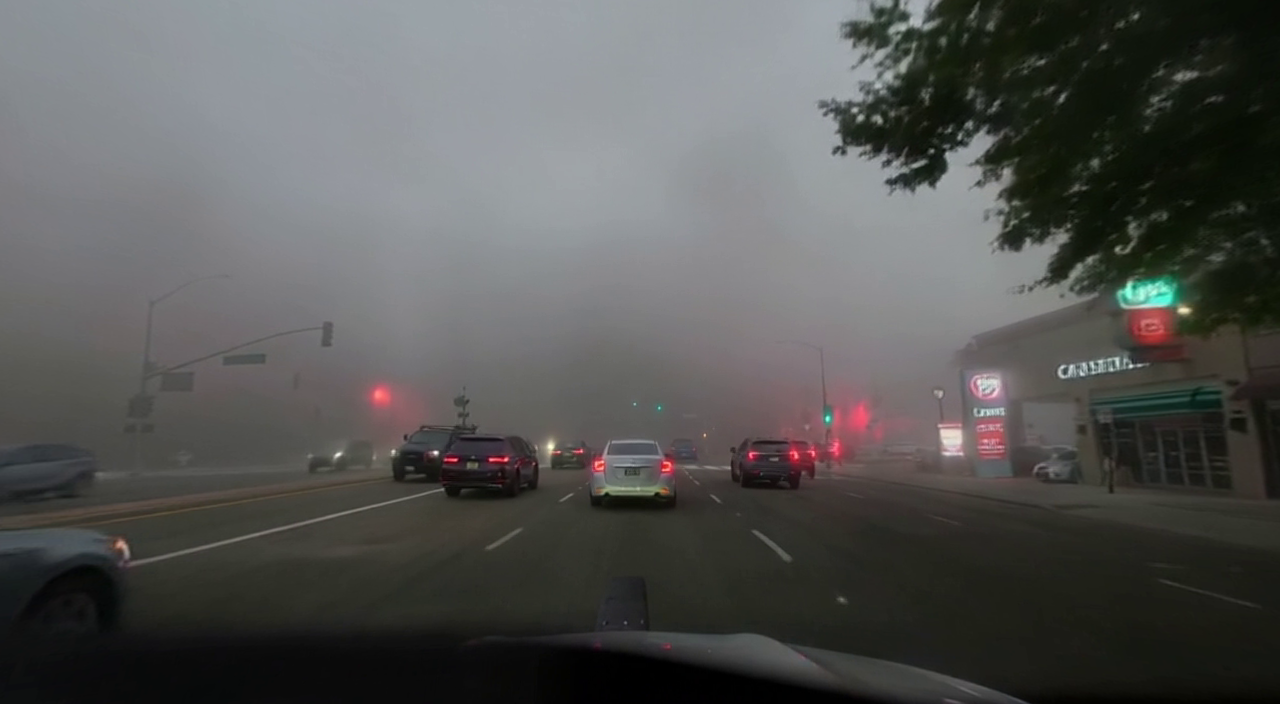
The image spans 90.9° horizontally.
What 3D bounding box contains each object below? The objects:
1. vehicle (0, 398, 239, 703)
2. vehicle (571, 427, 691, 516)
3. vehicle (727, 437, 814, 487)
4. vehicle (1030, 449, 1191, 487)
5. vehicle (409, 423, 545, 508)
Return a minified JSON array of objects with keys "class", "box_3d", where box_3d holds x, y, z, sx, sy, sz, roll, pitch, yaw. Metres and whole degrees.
[{"class":"vehicle","box_3d":[-3.718,0.824,1.822,1.992,1.493,4.688,0,-8,1]},{"class":"vehicle","box_3d":[-0.159,2.416,13.225,2.121,1.563,4.031,0,-8,0]},{"class":"vehicle","box_3d":[4.238,3.647,21.233,1.979,1.485,4.207,0,-8,-1]},{"class":"vehicle","box_3d":[18.894,4.655,25.504,4.795,1.457,1.986,-1,-8,4]},{"class":"vehicle","box_3d":[-3.566,2.570,14.634,1.983,1.685,3.997,0,-8,1]}]
